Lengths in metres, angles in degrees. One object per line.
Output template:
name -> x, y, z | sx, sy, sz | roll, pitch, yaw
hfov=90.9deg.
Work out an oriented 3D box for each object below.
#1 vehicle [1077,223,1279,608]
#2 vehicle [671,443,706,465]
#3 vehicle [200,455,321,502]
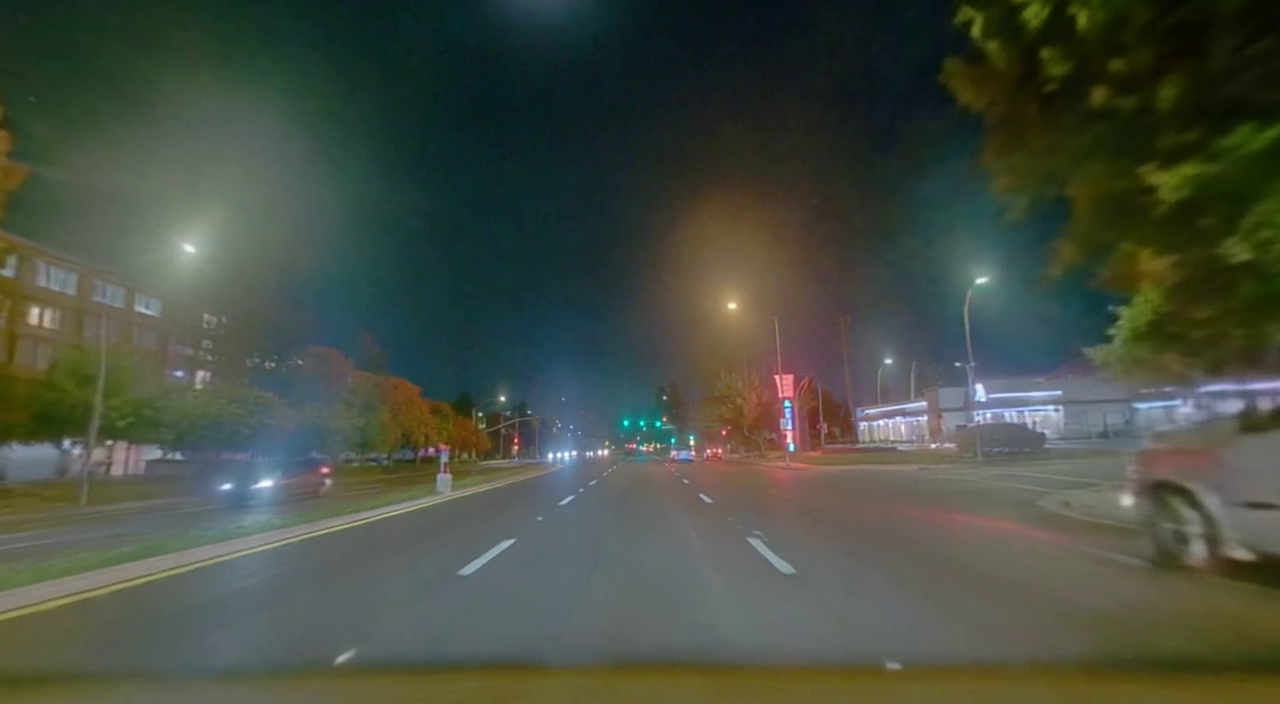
vehicle -> 6.780, 0.228, 3.222 | 3.013, 3.152, 8.476 | 0, -8, 1
vehicle -> 3.351, 7.171, 44.369 | 2.057, 1.470, 4.454 | 0, -8, 0
vehicle -> -13.633, 4.540, 23.007 | 1.887, 1.470, 4.240 | 0, -8, -2
